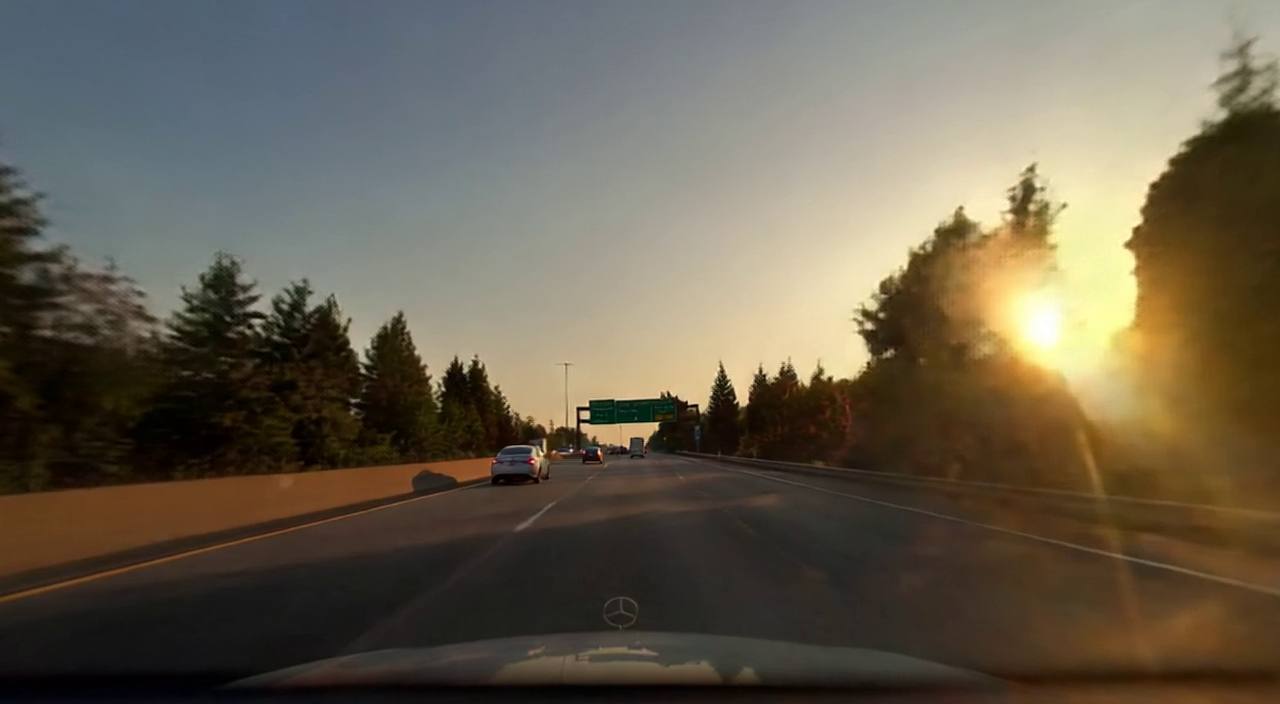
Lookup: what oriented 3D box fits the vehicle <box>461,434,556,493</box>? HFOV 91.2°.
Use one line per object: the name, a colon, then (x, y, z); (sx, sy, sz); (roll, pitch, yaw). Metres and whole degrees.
vehicle: (-4.097, 3.561, 20.321); (2.151, 1.693, 4.201); (0, -9, 0)
